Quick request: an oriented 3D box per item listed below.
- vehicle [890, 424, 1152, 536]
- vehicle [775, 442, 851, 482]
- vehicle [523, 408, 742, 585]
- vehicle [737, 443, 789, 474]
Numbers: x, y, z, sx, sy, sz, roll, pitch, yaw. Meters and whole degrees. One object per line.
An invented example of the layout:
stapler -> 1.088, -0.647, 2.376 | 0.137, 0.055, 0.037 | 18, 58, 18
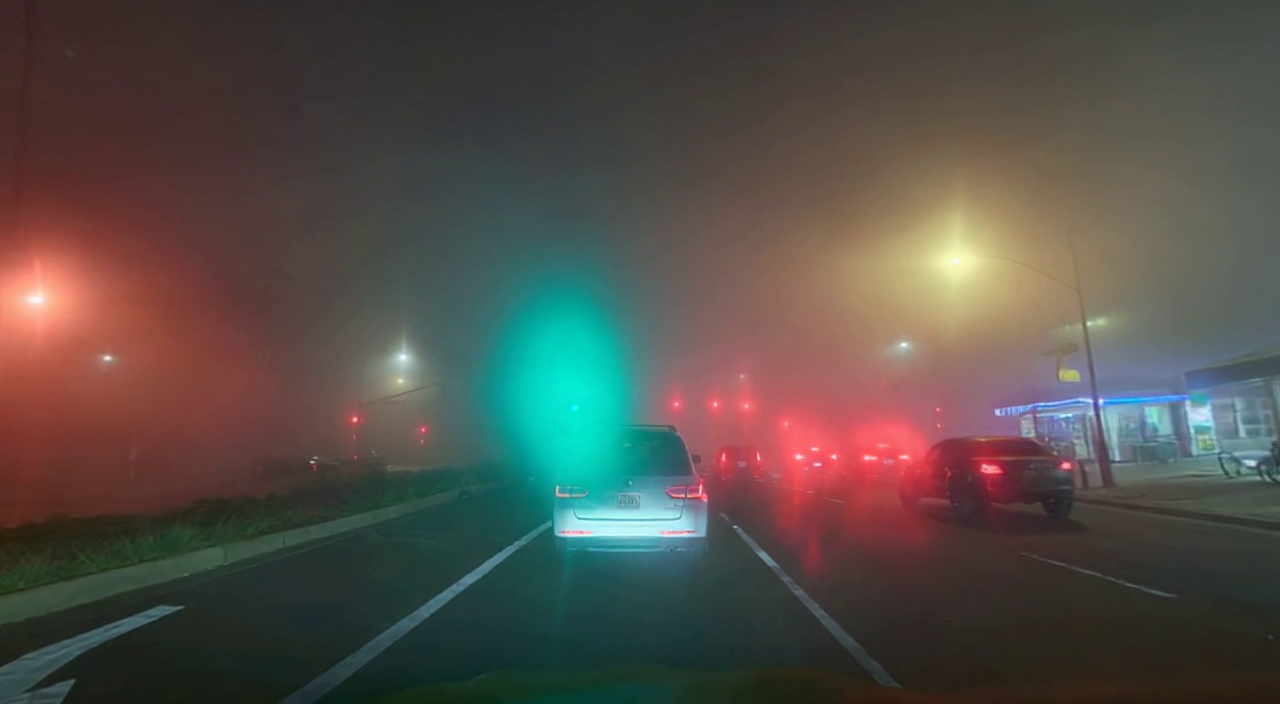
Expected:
vehicle -> 6.640, 2.268, 11.791 | 2.072, 1.652, 4.611 | 0, -9, 1
vehicle -> 6.867, 4.398, 25.408 | 1.833, 1.452, 4.237 | 0, -9, 0
vehicle -> -0.057, 1.690, 8.115 | 2.115, 1.700, 3.901 | 0, -9, 1
vehicle -> 6.275, 5.455, 32.632 | 1.961, 1.477, 4.454 | 0, -9, 2
